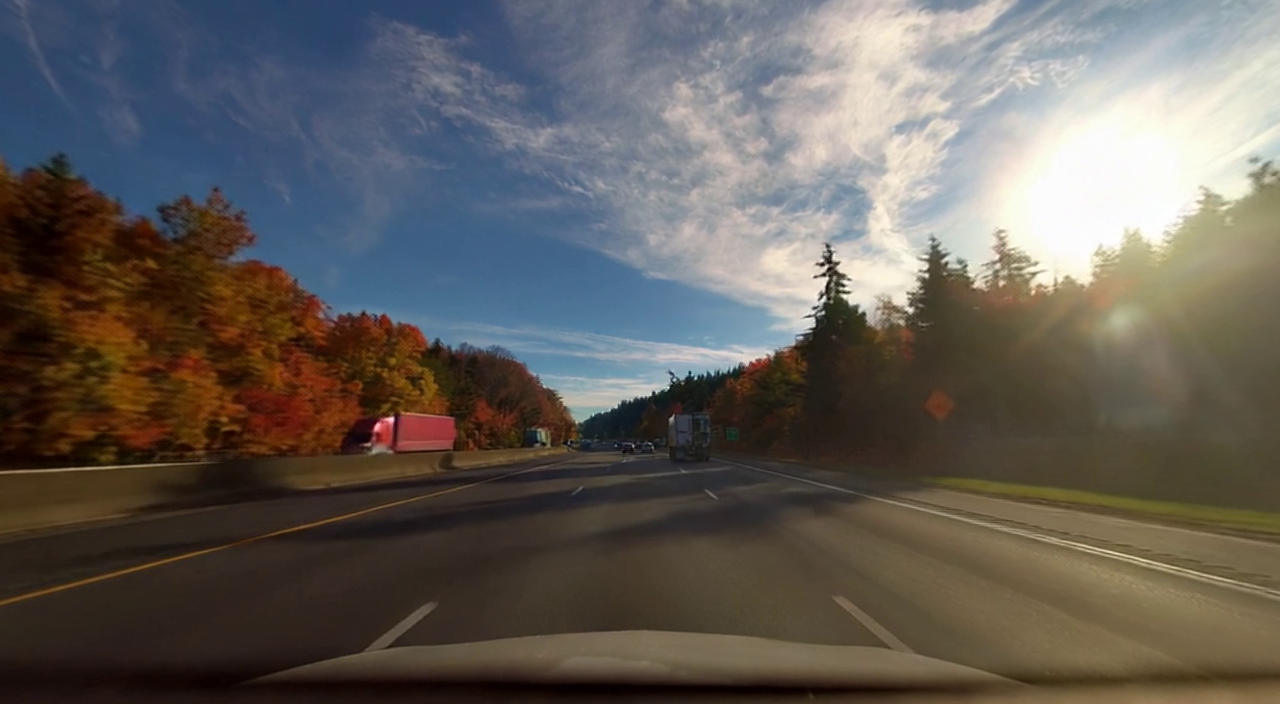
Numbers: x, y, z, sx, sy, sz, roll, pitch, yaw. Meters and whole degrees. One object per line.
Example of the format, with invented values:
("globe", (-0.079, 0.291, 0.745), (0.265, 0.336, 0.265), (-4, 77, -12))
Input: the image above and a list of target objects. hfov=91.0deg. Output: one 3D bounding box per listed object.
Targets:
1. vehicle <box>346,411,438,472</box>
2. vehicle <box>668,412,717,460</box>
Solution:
("vehicle", (-19.197, 7.079, 49.650), (2.923, 4.256, 10.164), (0, -8, 1))
("vehicle", (3.996, 6.709, 49.966), (2.932, 3.425, 7.941), (0, -8, -2))
